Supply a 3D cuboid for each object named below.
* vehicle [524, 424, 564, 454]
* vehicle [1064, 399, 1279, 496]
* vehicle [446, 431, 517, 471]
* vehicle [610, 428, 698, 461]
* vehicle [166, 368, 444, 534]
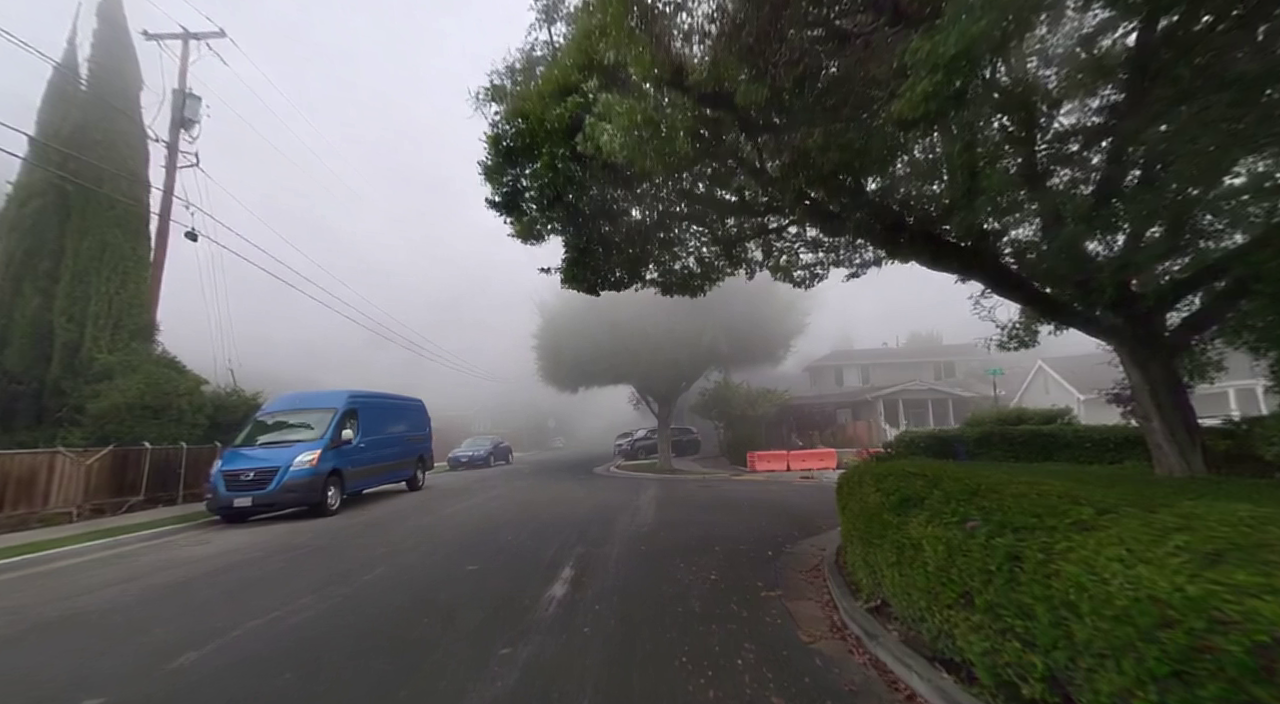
[{"bbox_3d":[-6.566,6.014,43.608,2.042,1.937,4.960,0,-8,0],"label":"vehicle"},{"bbox_3d":[12.460,2.117,14.168,4.624,1.924,2.005,-5,-9,31],"label":"vehicle"},{"bbox_3d":[-6.549,4.125,26.519,1.899,1.524,4.082,0,-8,0],"label":"vehicle"},{"bbox_3d":[0.722,4.431,30.378,4.070,1.436,1.827,6,-10,-40],"label":"vehicle"},{"bbox_3d":[-6.384,1.918,13.470,2.284,2.500,7.006,-2,-6,-1],"label":"vehicle"}]
